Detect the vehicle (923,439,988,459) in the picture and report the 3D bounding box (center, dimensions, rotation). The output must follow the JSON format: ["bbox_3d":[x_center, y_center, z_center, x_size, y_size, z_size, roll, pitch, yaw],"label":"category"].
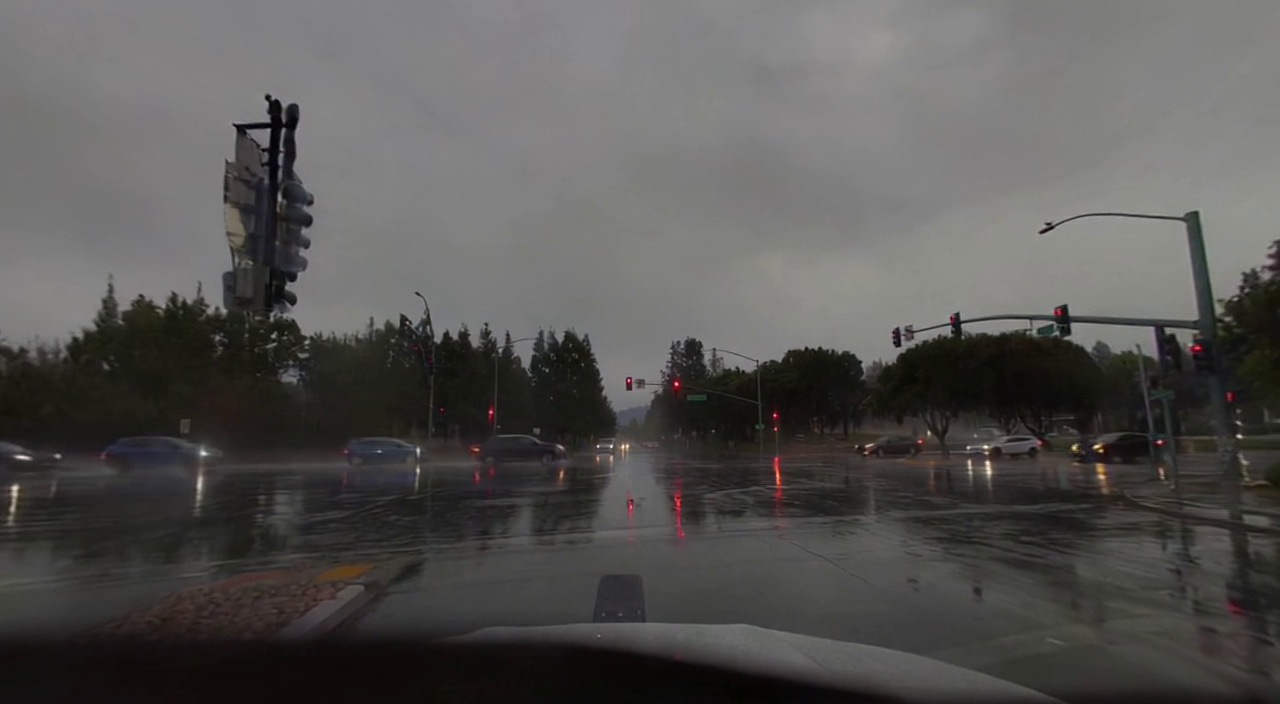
[{"bbox_3d":[24.031,7.401,48.177,4.352,1.456,1.794,3,-9,-18],"label":"vehicle"}]

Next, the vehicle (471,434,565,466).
[{"bbox_3d":[-6.242,5.051,32.625,4.331,1.544,1.896,7,-11,-38],"label":"vehicle"}]

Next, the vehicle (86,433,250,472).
[{"bbox_3d":[-18.804,4.034,25.470,4.849,1.476,1.935,3,-9,-19],"label":"vehicle"}]

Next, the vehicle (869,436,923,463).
[{"bbox_3d":[14.838,5.629,36.485,1.962,1.468,4.516,-5,-10,32],"label":"vehicle"}]

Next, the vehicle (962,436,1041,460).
[{"bbox_3d":[24.252,6.425,42.424,4.481,1.561,2.001,3,-9,-17],"label":"vehicle"}]

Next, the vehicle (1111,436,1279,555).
[{"bbox_3d":[9.222,1.998,8.648,1.993,1.505,4.721,5,-8,0],"label":"vehicle"}]

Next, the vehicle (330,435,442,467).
[{"bbox_3d":[-12.863,5.009,32.146,4.912,1.485,1.922,6,-10,-36],"label":"vehicle"}]
